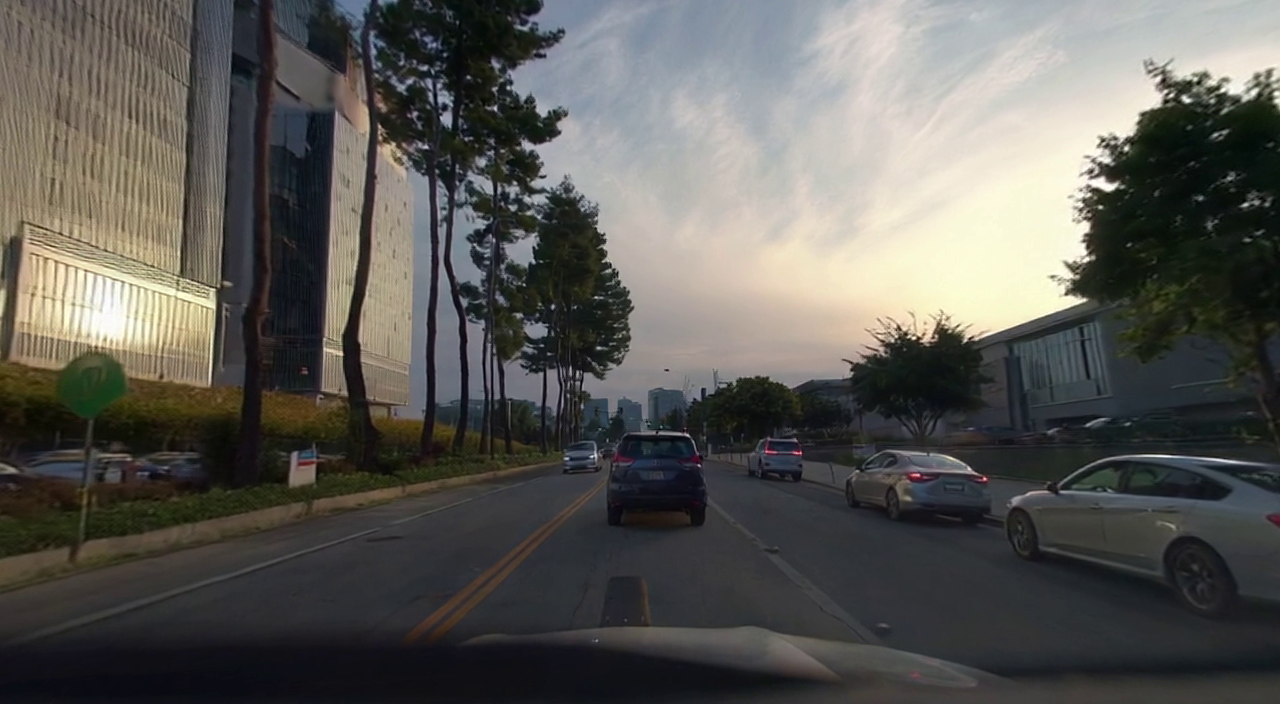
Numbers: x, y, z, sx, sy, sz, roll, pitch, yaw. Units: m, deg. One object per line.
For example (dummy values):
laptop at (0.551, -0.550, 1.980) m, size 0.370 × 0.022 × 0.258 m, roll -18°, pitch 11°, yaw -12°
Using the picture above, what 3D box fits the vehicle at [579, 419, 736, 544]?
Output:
vehicle at (0.249, 2.032, 10.466) m, size 2.105 × 1.653 × 3.887 m, roll 0°, pitch -9°, yaw 1°

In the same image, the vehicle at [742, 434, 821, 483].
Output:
vehicle at (5.653, 4.313, 25.817) m, size 2.059 × 1.813 × 4.637 m, roll 0°, pitch -9°, yaw -1°

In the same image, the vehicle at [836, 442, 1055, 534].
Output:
vehicle at (5.666, 2.545, 12.576) m, size 1.852 × 1.452 × 4.852 m, roll 0°, pitch -9°, yaw -1°

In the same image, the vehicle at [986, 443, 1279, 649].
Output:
vehicle at (5.539, 1.622, 6.028) m, size 1.809 × 1.478 × 4.623 m, roll 0°, pitch -9°, yaw 0°
